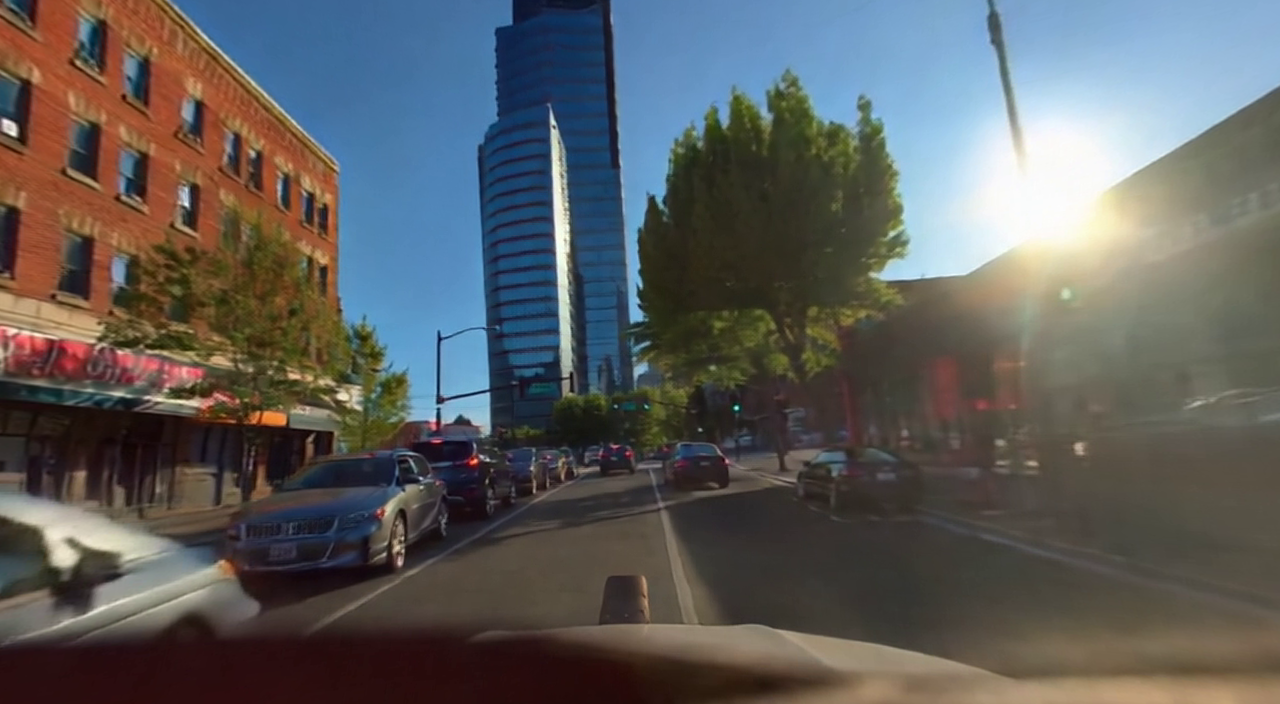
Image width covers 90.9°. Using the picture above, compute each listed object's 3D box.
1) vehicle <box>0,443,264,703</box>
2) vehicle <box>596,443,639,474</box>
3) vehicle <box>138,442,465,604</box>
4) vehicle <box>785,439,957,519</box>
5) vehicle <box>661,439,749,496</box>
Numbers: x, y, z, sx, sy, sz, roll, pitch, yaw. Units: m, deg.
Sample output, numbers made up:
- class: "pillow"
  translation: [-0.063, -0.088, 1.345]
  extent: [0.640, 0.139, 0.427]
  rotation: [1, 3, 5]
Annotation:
- class: "vehicle"
  translation: [-2.874, 0.874, 1.000]
  extent: [2.169, 1.427, 4.531]
  rotation: [0, -8, -7]
- class: "vehicle"
  translation: [-1.142, 5.550, 33.144]
  extent: [2.102, 1.521, 4.078]
  rotation: [0, -8, -1]
- class: "vehicle"
  translation: [-3.886, 1.976, 8.445]
  extent: [2.214, 1.496, 4.648]
  rotation: [0, -8, -6]
- class: "vehicle"
  translation: [4.778, 2.665, 13.895]
  extent: [1.956, 1.446, 4.537]
  rotation: [0, -8, -2]
- class: "vehicle"
  translation: [1.795, 3.387, 18.908]
  extent: [2.150, 1.464, 4.467]
  rotation: [-1, -8, 0]
